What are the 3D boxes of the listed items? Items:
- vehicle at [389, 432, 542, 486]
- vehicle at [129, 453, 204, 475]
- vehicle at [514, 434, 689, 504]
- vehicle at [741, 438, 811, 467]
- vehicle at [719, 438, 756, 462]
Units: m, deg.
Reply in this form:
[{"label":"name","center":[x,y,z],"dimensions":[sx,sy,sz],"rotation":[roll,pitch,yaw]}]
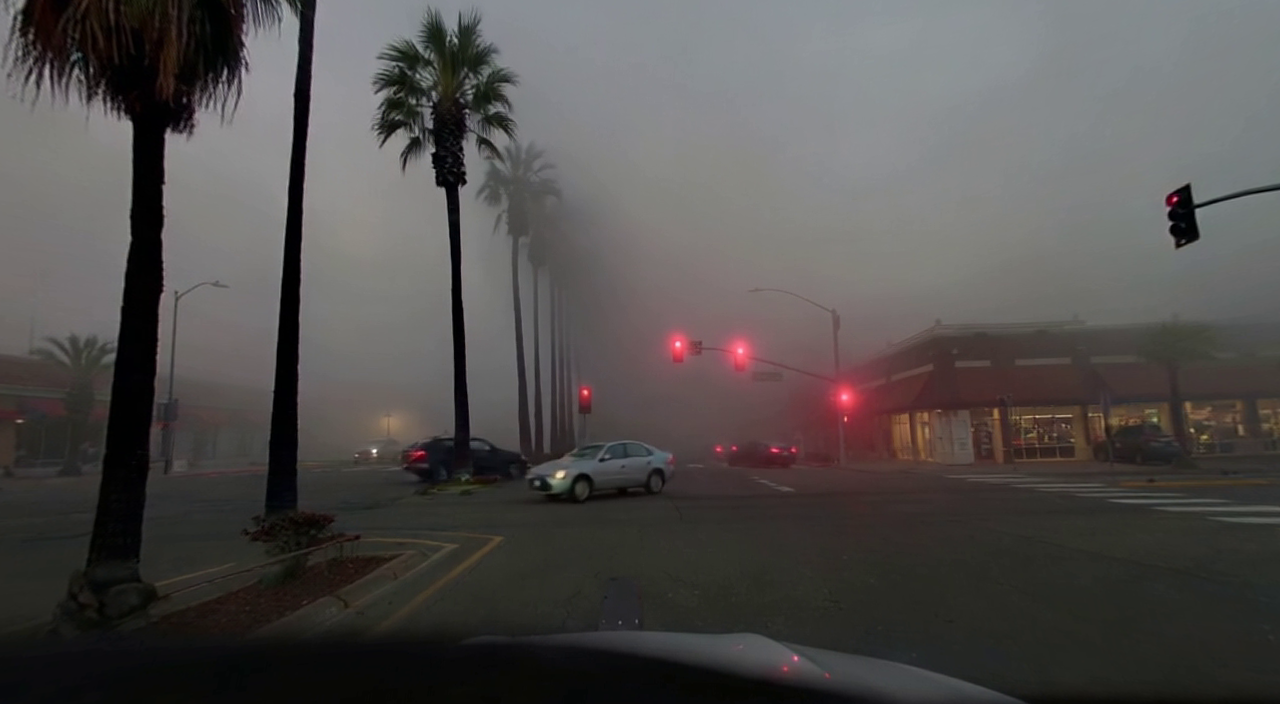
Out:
[{"label":"vehicle","center":[-5.903,3.629,21.611],"dimensions":[4.603,1.653,1.999],"rotation":[6,-11,-37]},{"label":"vehicle","center":[-37.204,8.802,49.607],"dimensions":[2.160,1.565,4.868],"rotation":[0,-8,-1]},{"label":"vehicle","center":[-0.895,2.861,15.833],"dimensions":[4.035,1.512,1.828],"rotation":[7,-11,-38]},{"label":"vehicle","center":[7.639,5.700,35.800],"dimensions":[1.890,1.572,3.826],"rotation":[4,-9,-26]},{"label":"vehicle","center":[7.140,7.235,46.612],"dimensions":[1.867,1.653,4.596],"rotation":[0,-9,-2]}]
